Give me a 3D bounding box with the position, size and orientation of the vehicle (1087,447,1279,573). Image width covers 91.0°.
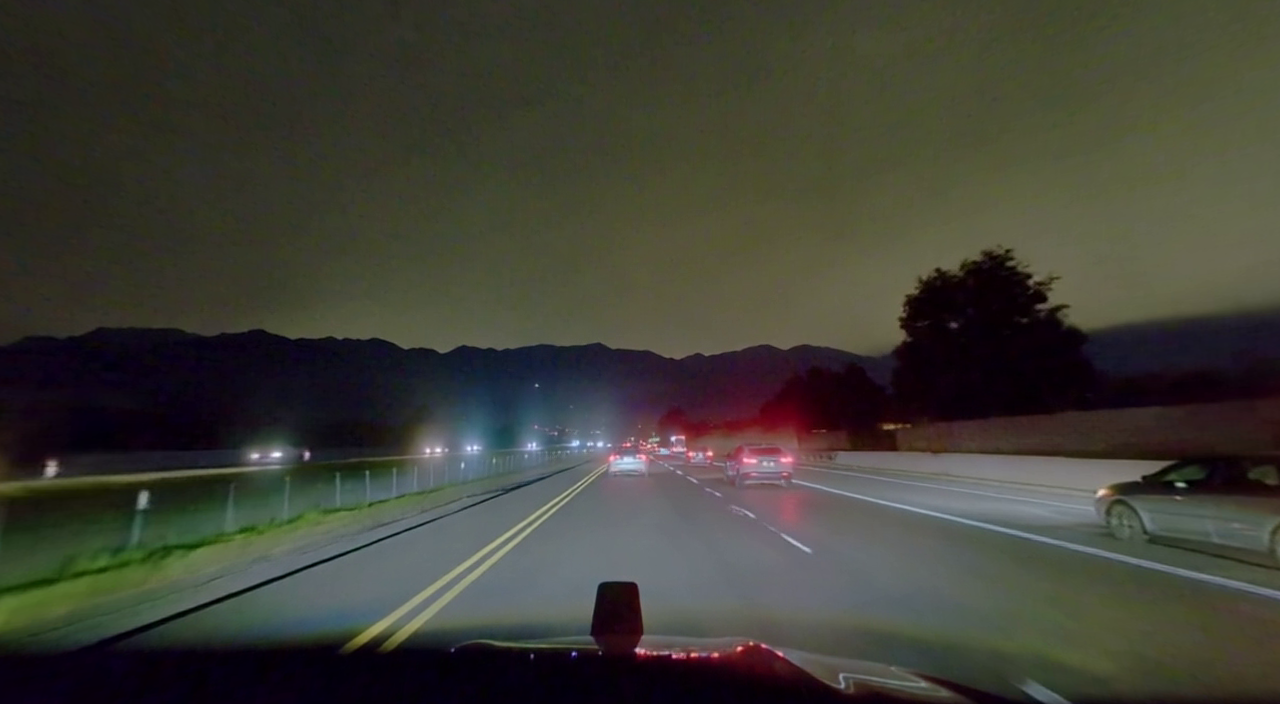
[{"bbox_3d":[7.649,1.726,7.071,1.910,1.303,4.462,0,-9,-1],"label":"vehicle"}]

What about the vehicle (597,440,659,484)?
[{"bbox_3d":[-0.441,3.980,22.994,2.085,1.449,3.860,0,-9,-1],"label":"vehicle"}]

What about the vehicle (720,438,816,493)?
[{"bbox_3d":[3.793,3.440,19.483,1.949,1.493,4.272,0,-9,-2],"label":"vehicle"}]

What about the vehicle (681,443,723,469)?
[{"bbox_3d":[3.622,6.145,37.528,1.957,1.447,4.241,0,-9,-1],"label":"vehicle"}]

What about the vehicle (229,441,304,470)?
[{"bbox_3d":[-24.780,6.886,41.984,2.015,1.790,4.770,0,-9,0],"label":"vehicle"}]
